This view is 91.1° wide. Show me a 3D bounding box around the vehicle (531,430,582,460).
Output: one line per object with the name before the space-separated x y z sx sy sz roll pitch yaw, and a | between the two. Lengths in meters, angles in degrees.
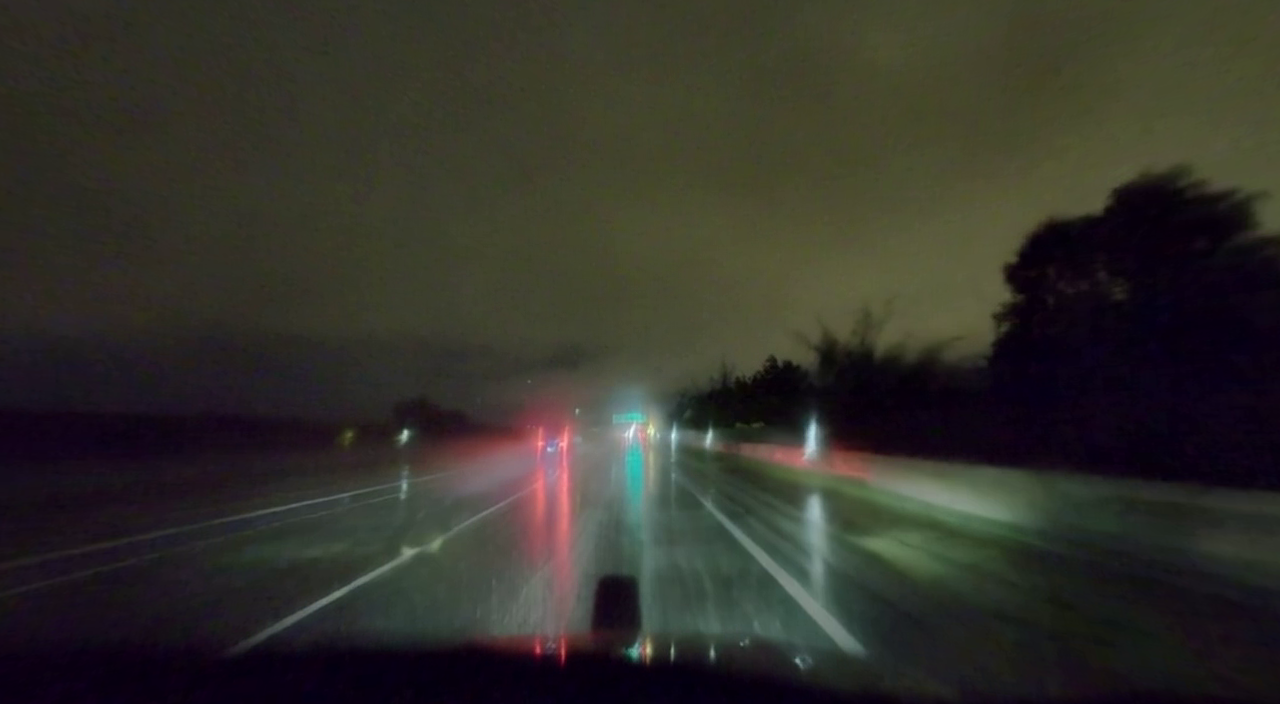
vehicle | -4.546 5.134 34.884 2.149 1.532 4.905 0 -8 0
